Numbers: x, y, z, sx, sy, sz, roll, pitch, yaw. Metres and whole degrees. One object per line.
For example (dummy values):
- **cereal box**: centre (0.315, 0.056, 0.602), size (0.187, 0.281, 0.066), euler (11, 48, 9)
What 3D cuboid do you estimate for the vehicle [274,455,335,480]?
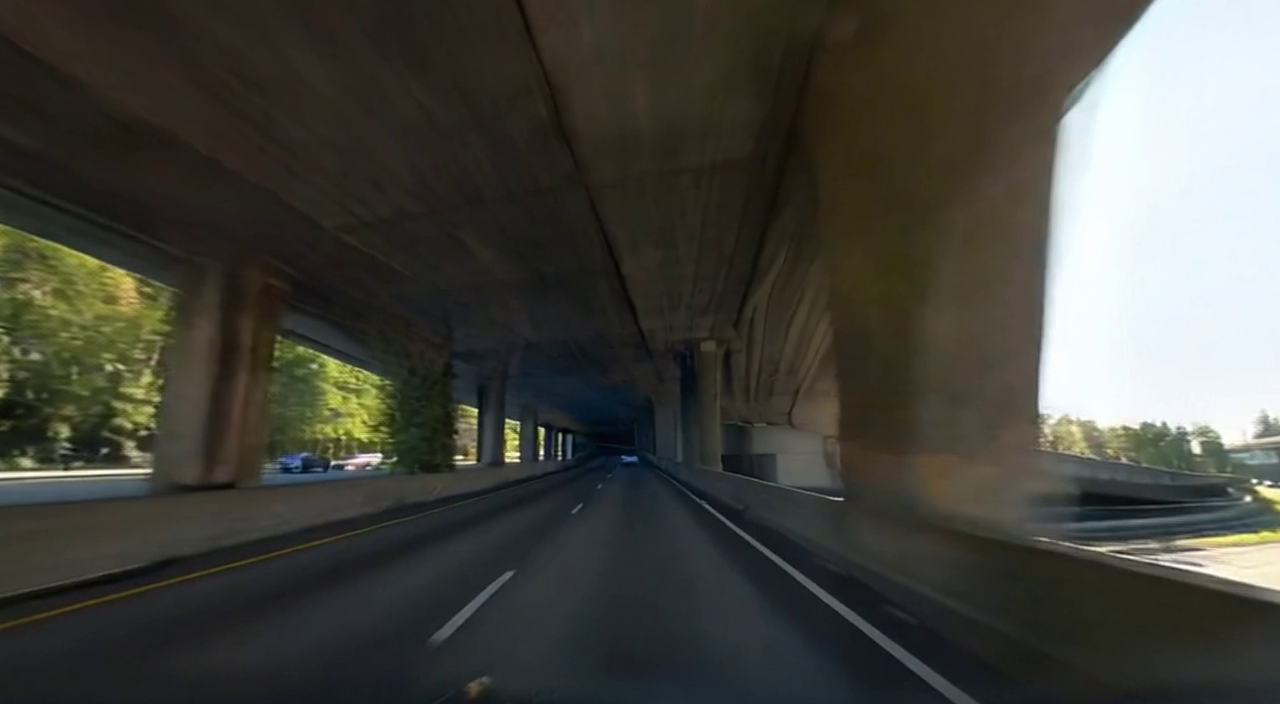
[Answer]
- **vehicle**: centre (-24.055, 8.287, 45.346), size (1.817, 1.626, 4.551), euler (0, -9, 1)
